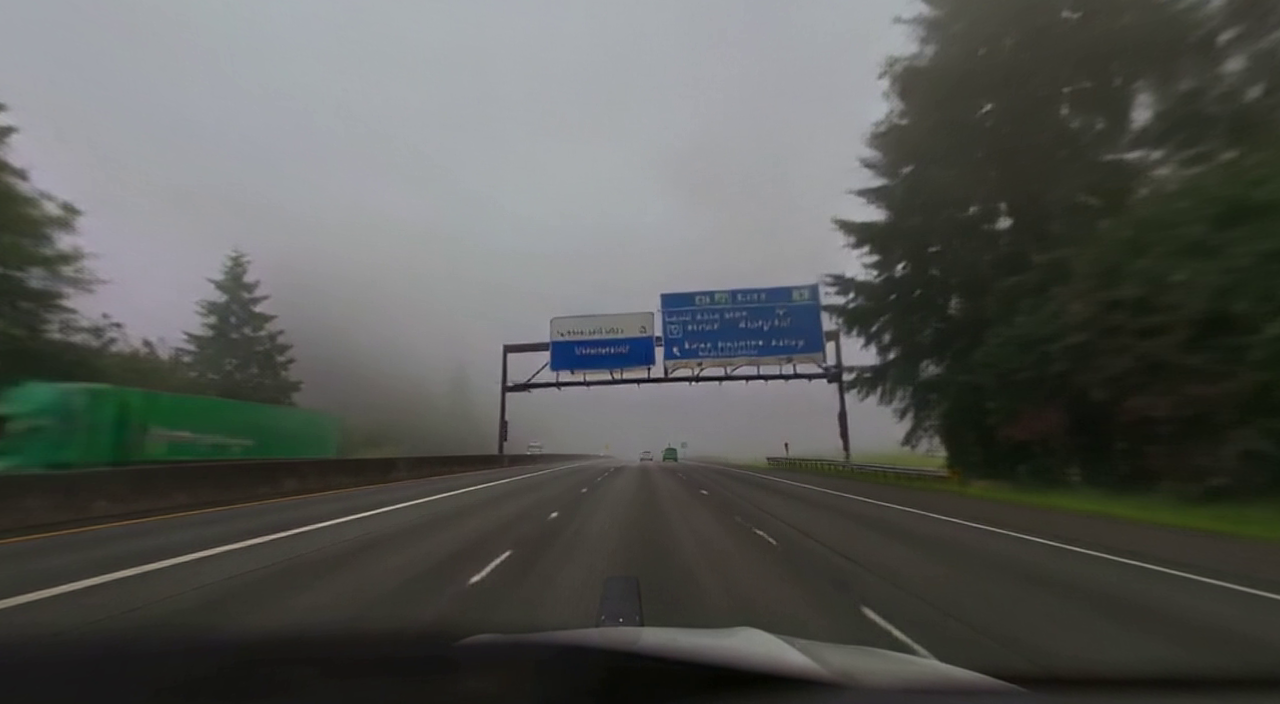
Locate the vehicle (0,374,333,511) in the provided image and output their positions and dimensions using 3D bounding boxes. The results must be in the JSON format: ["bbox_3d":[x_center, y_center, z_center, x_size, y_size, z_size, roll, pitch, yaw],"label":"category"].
[{"bbox_3d":[-19.136,4.055,27.863,2.880,4.226,16.398,0,-9,0],"label":"vehicle"}]
